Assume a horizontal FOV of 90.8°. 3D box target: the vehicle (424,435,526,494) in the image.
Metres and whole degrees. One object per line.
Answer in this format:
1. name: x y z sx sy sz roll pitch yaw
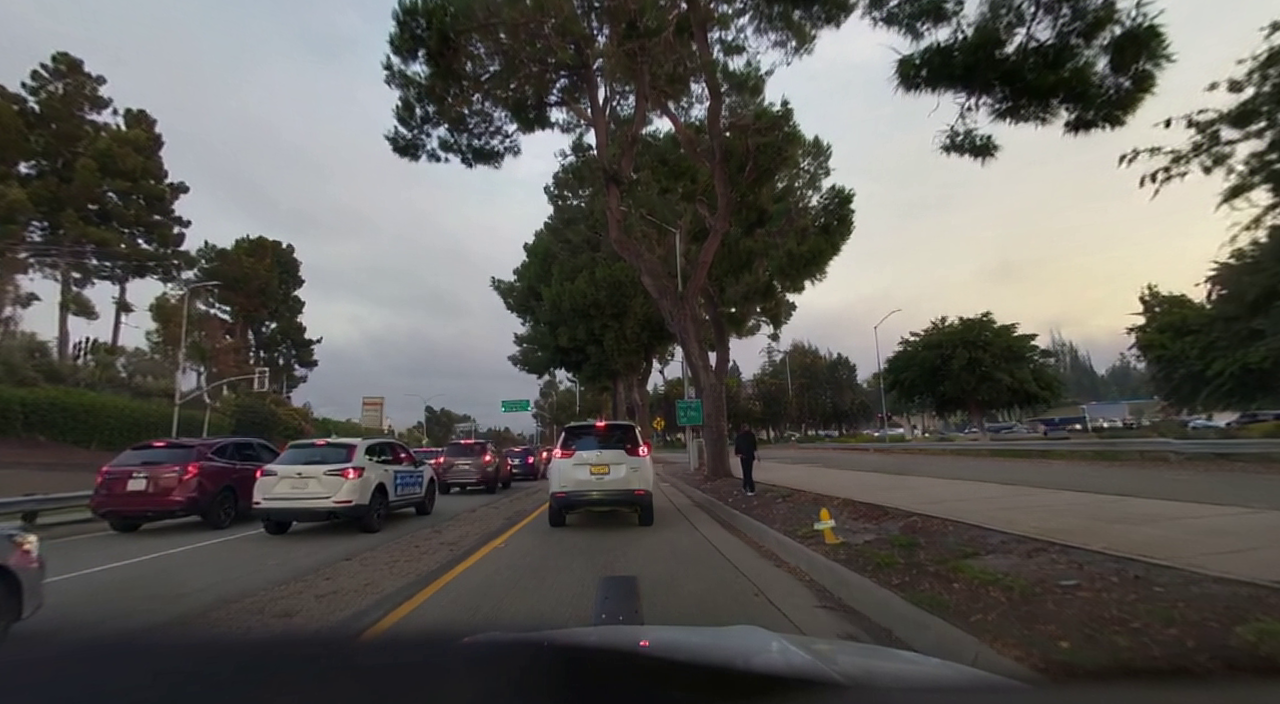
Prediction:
1. vehicle: -5.439 3.764 21.517 2.188 1.774 4.477 0 -9 1

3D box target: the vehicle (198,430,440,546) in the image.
1. vehicle: -5.407 2.326 11.522 2.010 1.674 4.484 0 -9 0

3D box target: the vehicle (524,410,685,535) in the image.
1. vehicle: -0.581 2.113 11.584 2.368 1.829 4.293 0 -9 -2
